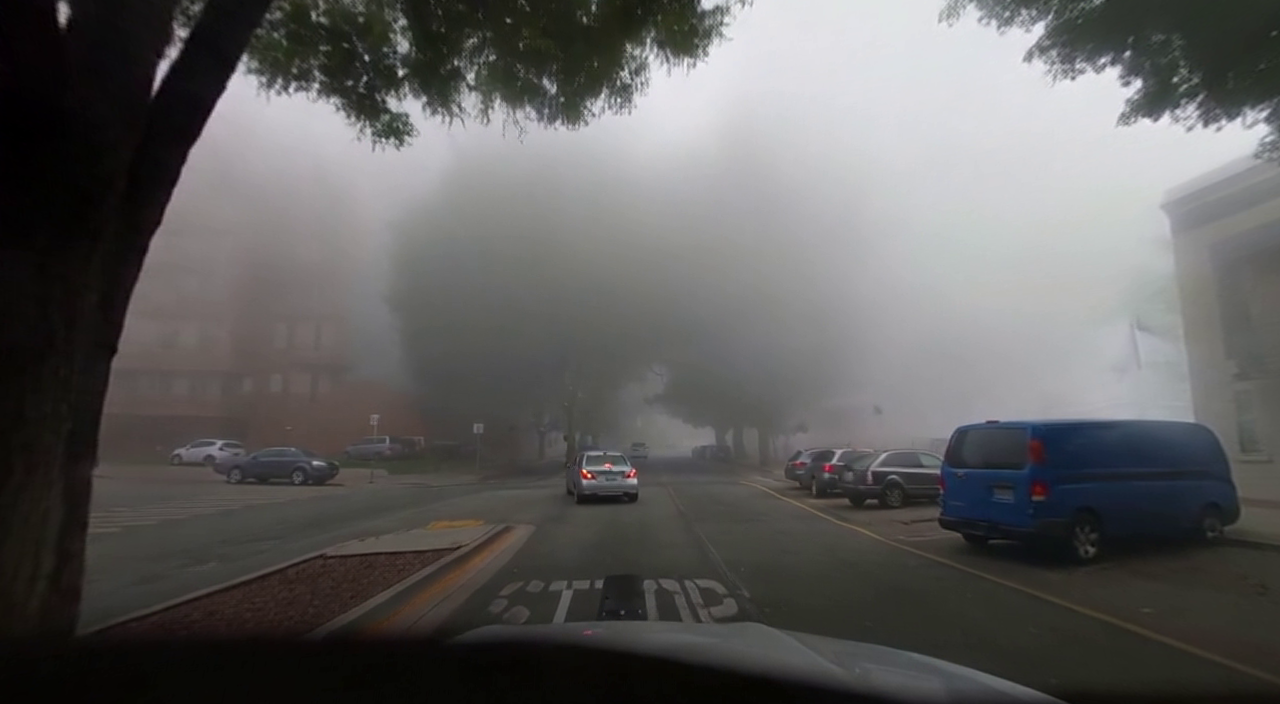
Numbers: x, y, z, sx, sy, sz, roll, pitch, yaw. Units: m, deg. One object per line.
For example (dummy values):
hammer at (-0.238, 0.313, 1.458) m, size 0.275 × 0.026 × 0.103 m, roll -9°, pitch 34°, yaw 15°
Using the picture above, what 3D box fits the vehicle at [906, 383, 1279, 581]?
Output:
vehicle at (6.697, 1.736, 9.086) m, size 5.385 × 2.146 × 2.143 m, roll 4°, pitch -10°, yaw -25°

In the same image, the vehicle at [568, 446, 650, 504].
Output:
vehicle at (-0.974, 3.457, 18.290) m, size 2.065 × 1.450 × 4.522 m, roll 1°, pitch -9°, yaw -5°

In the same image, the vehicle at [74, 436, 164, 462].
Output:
vehicle at (-31.780, 5.929, 38.596) m, size 3.915 × 1.574 × 1.850 m, roll -1°, pitch -9°, yaw 4°

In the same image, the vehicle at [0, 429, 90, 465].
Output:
vehicle at (-31.766, 4.924, 32.740) m, size 4.438 × 1.814 × 2.044 m, roll 0°, pitch -9°, yaw -1°

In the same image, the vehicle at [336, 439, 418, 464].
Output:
vehicle at (-18.337, 6.951, 44.249) m, size 4.892 × 1.679 × 1.927 m, roll 1°, pitch -9°, yaw -6°
